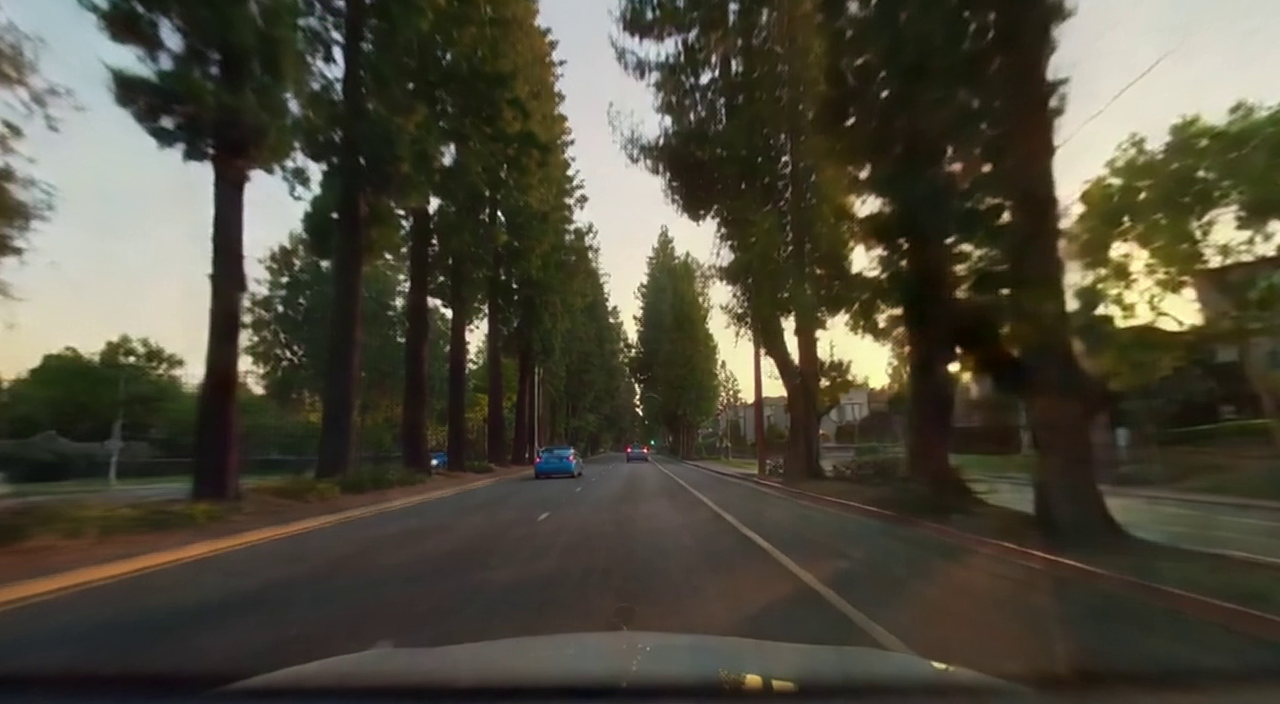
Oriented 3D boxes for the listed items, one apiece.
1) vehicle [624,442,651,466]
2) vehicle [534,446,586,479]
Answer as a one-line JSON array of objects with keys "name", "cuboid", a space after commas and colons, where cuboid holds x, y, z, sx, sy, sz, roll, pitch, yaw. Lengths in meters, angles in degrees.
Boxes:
[{"name": "vehicle", "cuboid": [-0.215, 7.989, 49.459, 2.018, 1.769, 3.897, 0, -9, 0]}, {"name": "vehicle", "cuboid": [-3.731, 5.242, 30.171, 1.917, 1.448, 4.178, 0, -9, 0]}]
